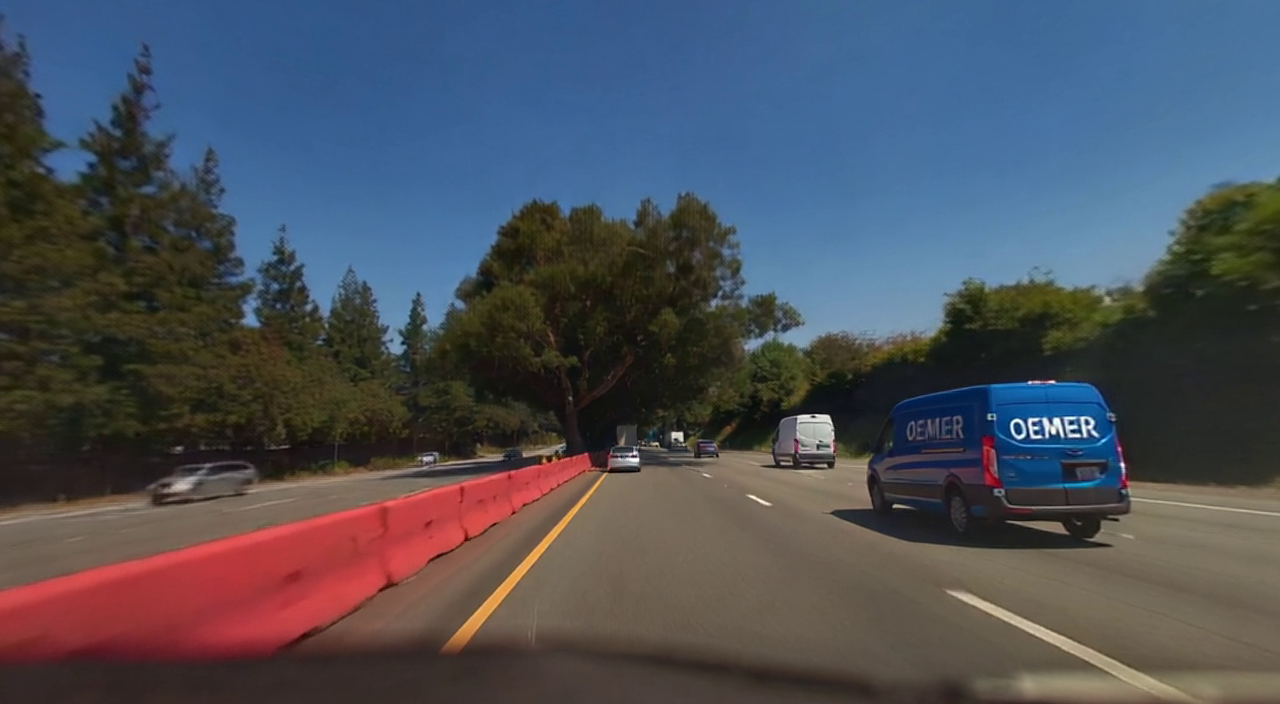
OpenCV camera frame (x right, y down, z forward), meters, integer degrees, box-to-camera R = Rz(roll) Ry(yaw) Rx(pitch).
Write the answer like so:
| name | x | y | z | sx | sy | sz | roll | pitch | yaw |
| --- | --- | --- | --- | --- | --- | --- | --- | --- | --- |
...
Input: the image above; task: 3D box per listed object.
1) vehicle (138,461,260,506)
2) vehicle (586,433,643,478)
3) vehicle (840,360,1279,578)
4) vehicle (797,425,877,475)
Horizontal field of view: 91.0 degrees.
| name | x | y | z | sx | sy | sz | roll | pitch | yaw |
| --- | --- | --- | --- | --- | --- | --- | --- | --- | --- |
| vehicle | -17.857 | 5.320 | 25.780 | 1.804 | 1.491 | 4.444 | 0 | -8 | -1 |
| vehicle | -1.013 | 4.120 | 25.378 | 2.100 | 1.636 | 3.620 | 0 | -8 | -2 |
| vehicle | 4.748 | 1.426 | 8.467 | 2.223 | 2.008 | 5.121 | 0 | -8 | -2 |
| vehicle | 8.235 | 4.112 | 26.644 | 2.255 | 1.960 | 3.229 | 0 | -8 | -1 |
